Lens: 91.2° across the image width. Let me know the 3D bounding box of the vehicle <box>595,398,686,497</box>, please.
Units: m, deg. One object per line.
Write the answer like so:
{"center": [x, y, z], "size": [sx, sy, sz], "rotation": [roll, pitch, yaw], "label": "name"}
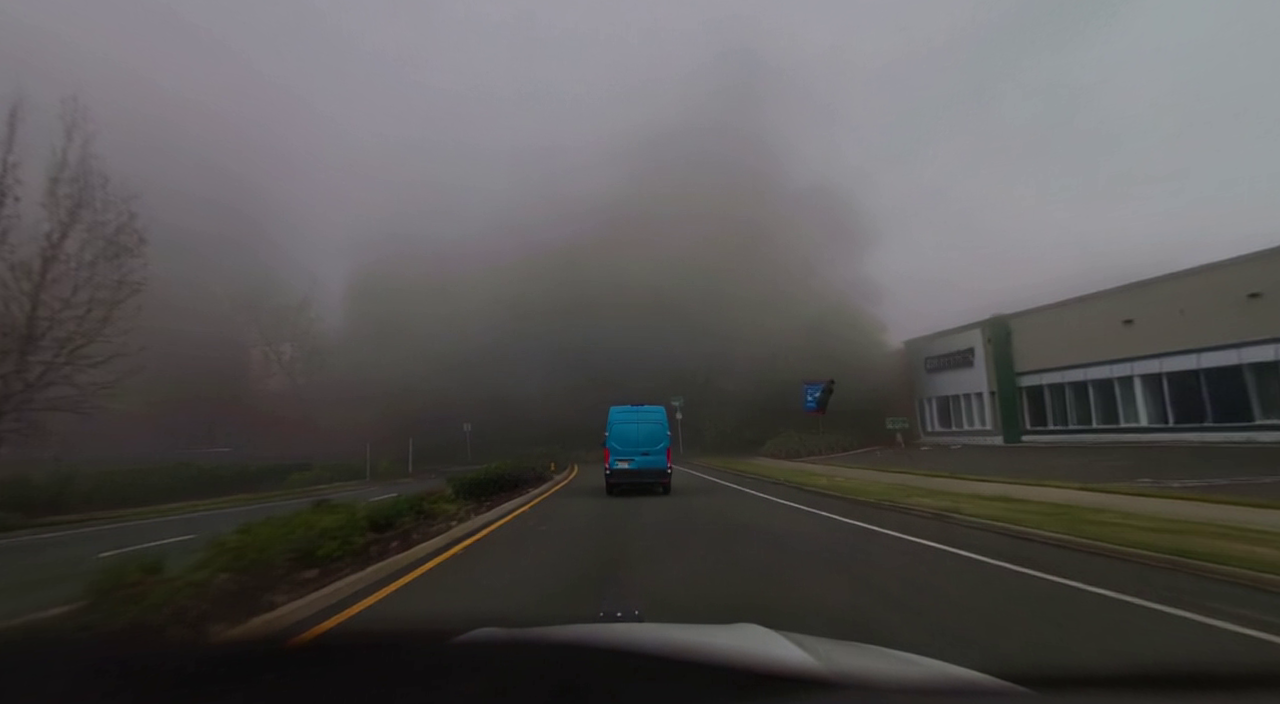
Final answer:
{"center": [-0.089, 2.990, 19.742], "size": [2.432, 2.624, 5.670], "rotation": [0, -8, -2], "label": "vehicle"}
